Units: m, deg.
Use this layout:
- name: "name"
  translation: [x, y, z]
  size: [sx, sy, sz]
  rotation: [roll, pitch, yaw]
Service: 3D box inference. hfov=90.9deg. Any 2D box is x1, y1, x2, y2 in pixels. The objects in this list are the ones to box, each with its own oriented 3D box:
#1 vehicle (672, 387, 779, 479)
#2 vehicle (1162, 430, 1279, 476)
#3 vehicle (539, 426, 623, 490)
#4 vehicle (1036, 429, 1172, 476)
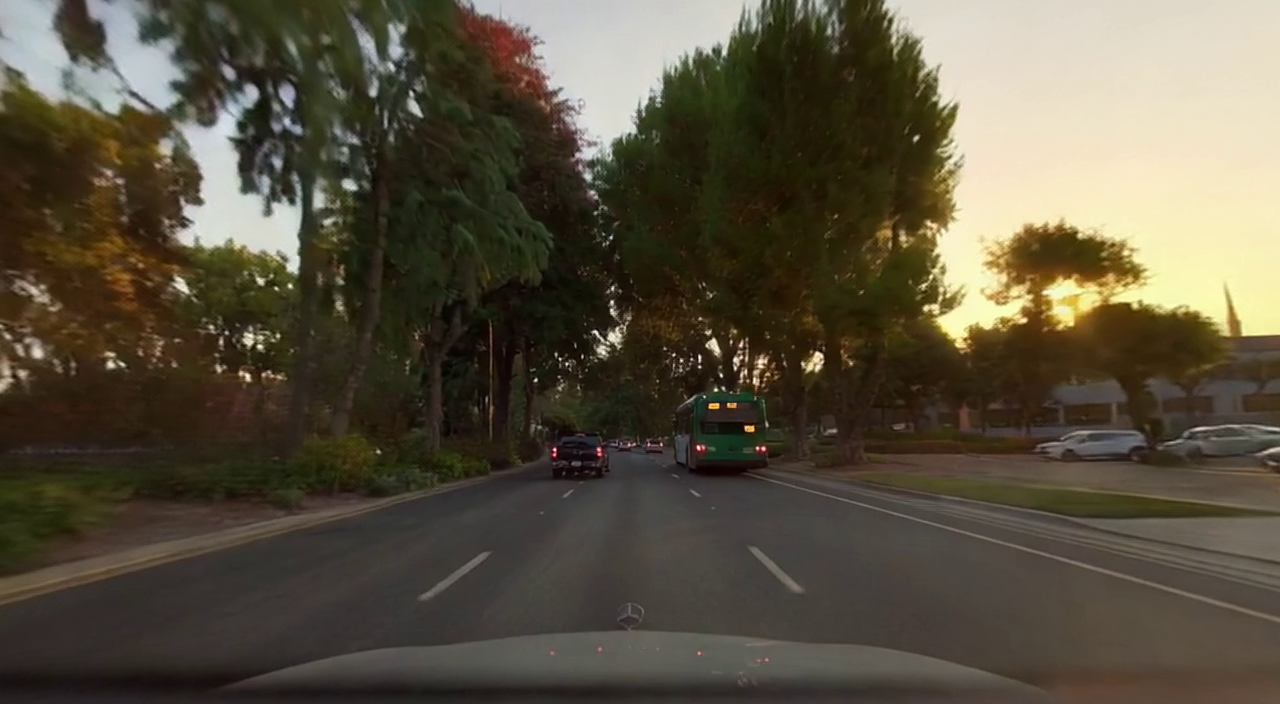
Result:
- name: "vehicle"
  translation: [3.359, 3.821, 28.819]
  size: [3.059, 3.264, 12.623]
  rotation: [0, -8, 0]
- name: "vehicle"
  translation: [21.925, 3.644, 22.970]
  size: [1.905, 1.481, 4.731]
  rotation: [-1, -9, 4]
- name: "vehicle"
  translation: [-1.802, 3.491, 21.095]
  size: [2.074, 1.849, 5.137]
  rotation: [0, -8, 3]
- name: "vehicle"
  translation: [16.609, 3.660, 22.885]
  size: [1.797, 1.455, 4.342]
  rotation: [-2, -9, 3]
